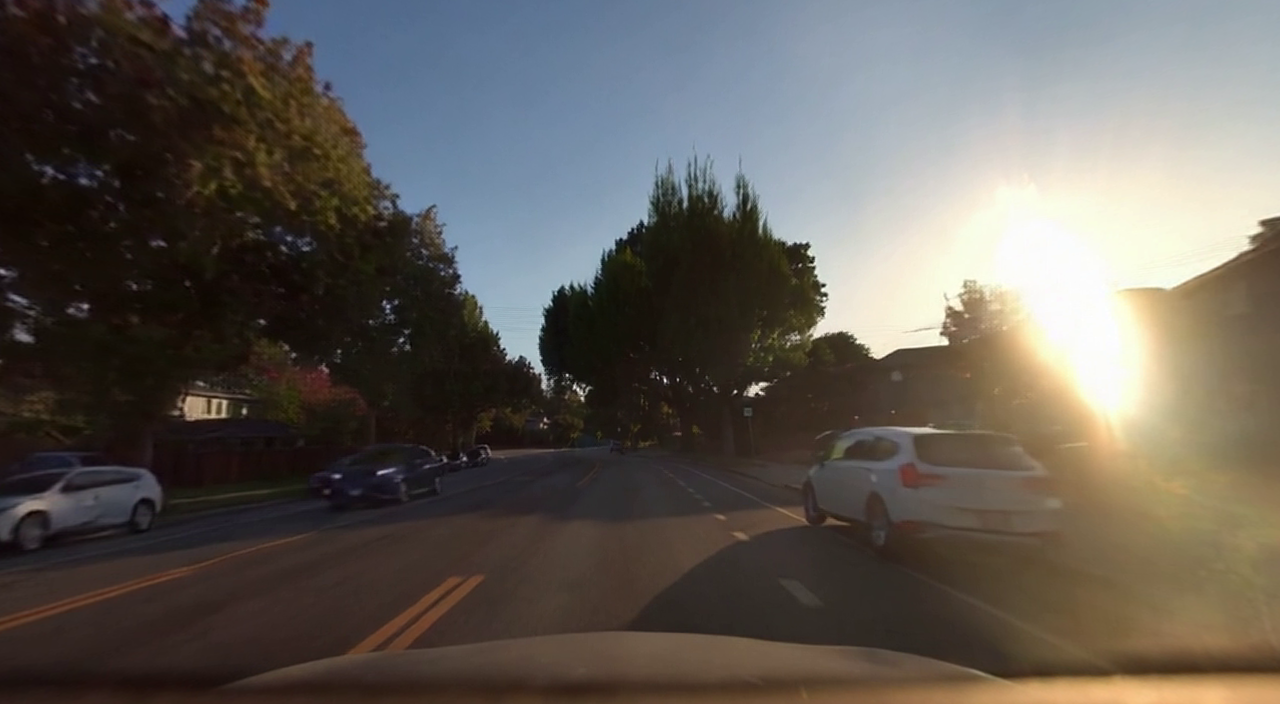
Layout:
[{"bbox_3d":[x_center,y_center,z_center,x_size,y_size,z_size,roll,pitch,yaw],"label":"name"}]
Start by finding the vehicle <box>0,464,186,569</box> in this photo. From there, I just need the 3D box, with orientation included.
[{"bbox_3d":[-11.058,2.898,11.599,1.958,1.493,4.671,0,-8,0],"label":"vehicle"}]

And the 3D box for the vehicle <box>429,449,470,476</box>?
[{"bbox_3d":[-12.031,7.002,40.147,1.750,1.471,3.960,2,-7,-6],"label":"vehicle"}]

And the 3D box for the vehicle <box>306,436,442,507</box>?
[{"bbox_3d":[-7.276,3.278,17.877,2.090,1.724,4.270,1,-8,-2],"label":"vehicle"}]

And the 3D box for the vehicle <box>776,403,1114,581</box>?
[{"bbox_3d":[3.705,1.817,9.259,2.176,1.793,5.534,0,-8,0],"label":"vehicle"}]
